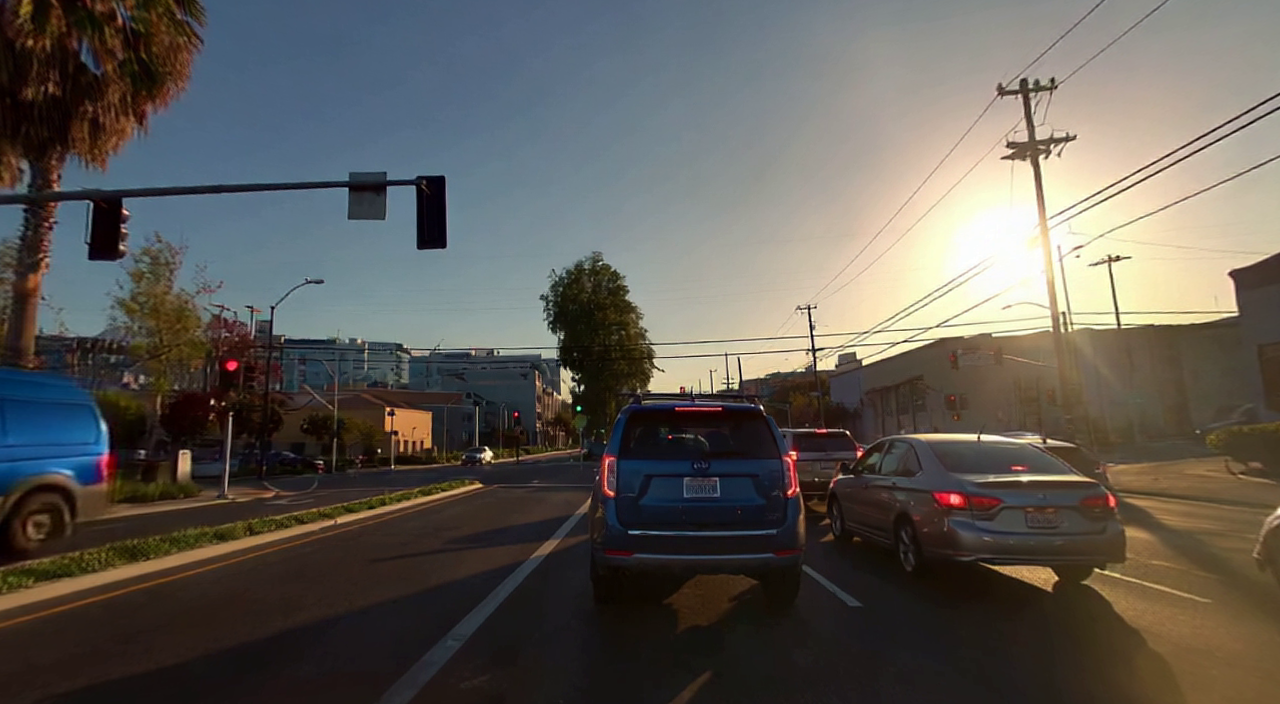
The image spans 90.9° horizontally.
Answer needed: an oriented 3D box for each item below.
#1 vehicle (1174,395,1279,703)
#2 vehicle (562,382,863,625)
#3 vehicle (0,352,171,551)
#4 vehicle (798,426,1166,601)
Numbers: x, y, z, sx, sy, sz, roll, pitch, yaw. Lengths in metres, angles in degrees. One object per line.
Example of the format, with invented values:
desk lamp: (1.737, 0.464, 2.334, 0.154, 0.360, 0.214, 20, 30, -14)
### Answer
vehicle: (3.358, 0.647, 0.662, 1.805, 1.485, 4.348, 0, -9, 1)
vehicle: (0.459, 1.437, 6.885, 2.228, 1.780, 4.269, 0, -9, -2)
vehicle: (-14.286, 1.696, 10.731, 2.973, 3.889, 11.535, -1, -9, 5)
vehicle: (3.437, 1.687, 7.513, 1.895, 1.456, 4.255, 0, -9, -2)
